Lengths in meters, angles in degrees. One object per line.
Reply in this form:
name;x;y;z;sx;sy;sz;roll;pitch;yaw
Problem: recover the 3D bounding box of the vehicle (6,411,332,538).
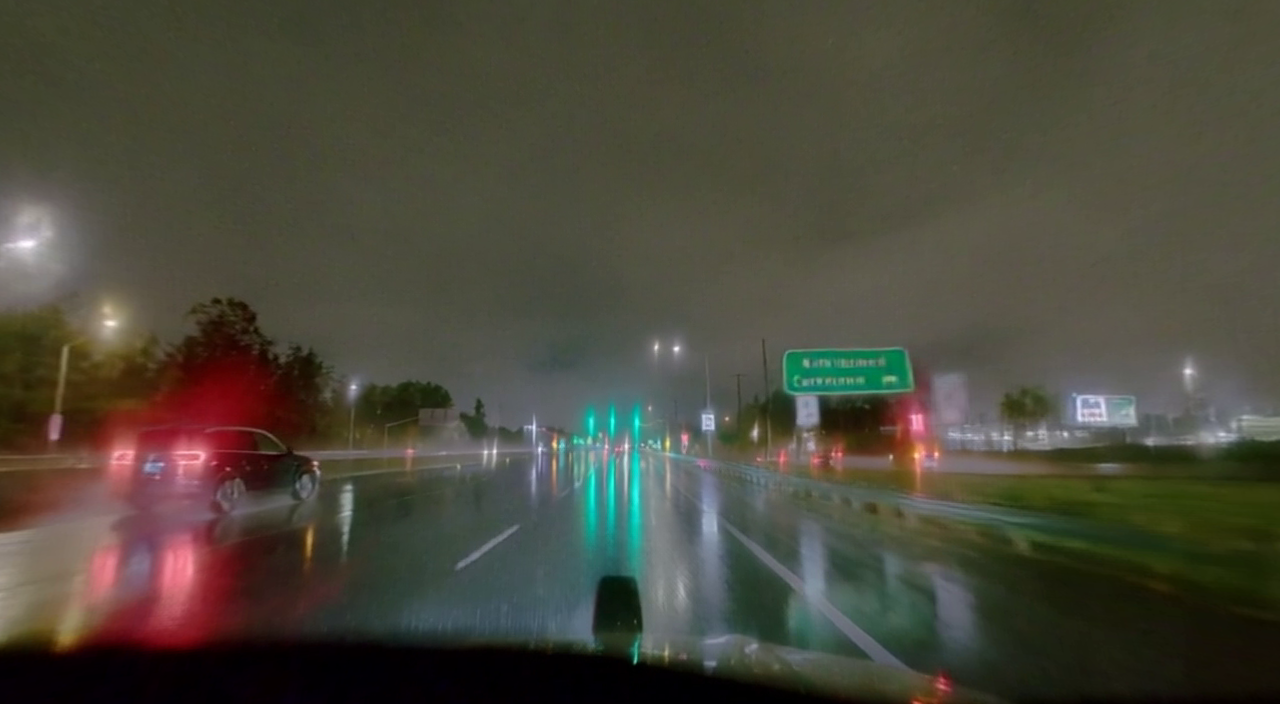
vehicle;-7.969;2.122;11.544;2.231;1.807;4.758;0;-8;0
